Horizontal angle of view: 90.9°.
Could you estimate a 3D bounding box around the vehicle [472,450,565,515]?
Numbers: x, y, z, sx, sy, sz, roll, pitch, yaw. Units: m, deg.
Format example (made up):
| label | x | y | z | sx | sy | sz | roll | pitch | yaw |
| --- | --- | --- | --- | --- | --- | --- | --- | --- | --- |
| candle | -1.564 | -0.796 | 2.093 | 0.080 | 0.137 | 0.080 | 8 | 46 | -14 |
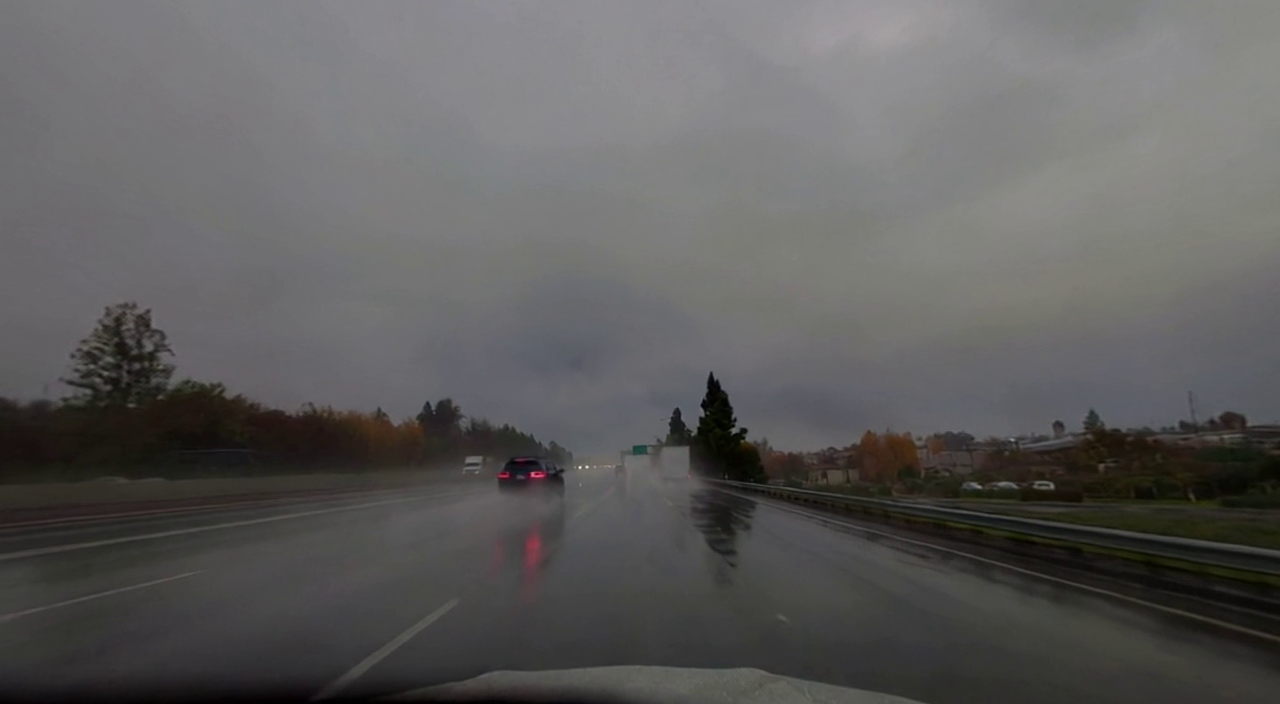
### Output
| label | x | y | z | sx | sy | sz | roll | pitch | yaw |
| --- | --- | --- | --- | --- | --- | --- | --- | --- | --- |
| vehicle | -3.816 | 4.237 | 20.713 | 2.036 | 1.835 | 4.888 | 1 | -10 | 0 |
